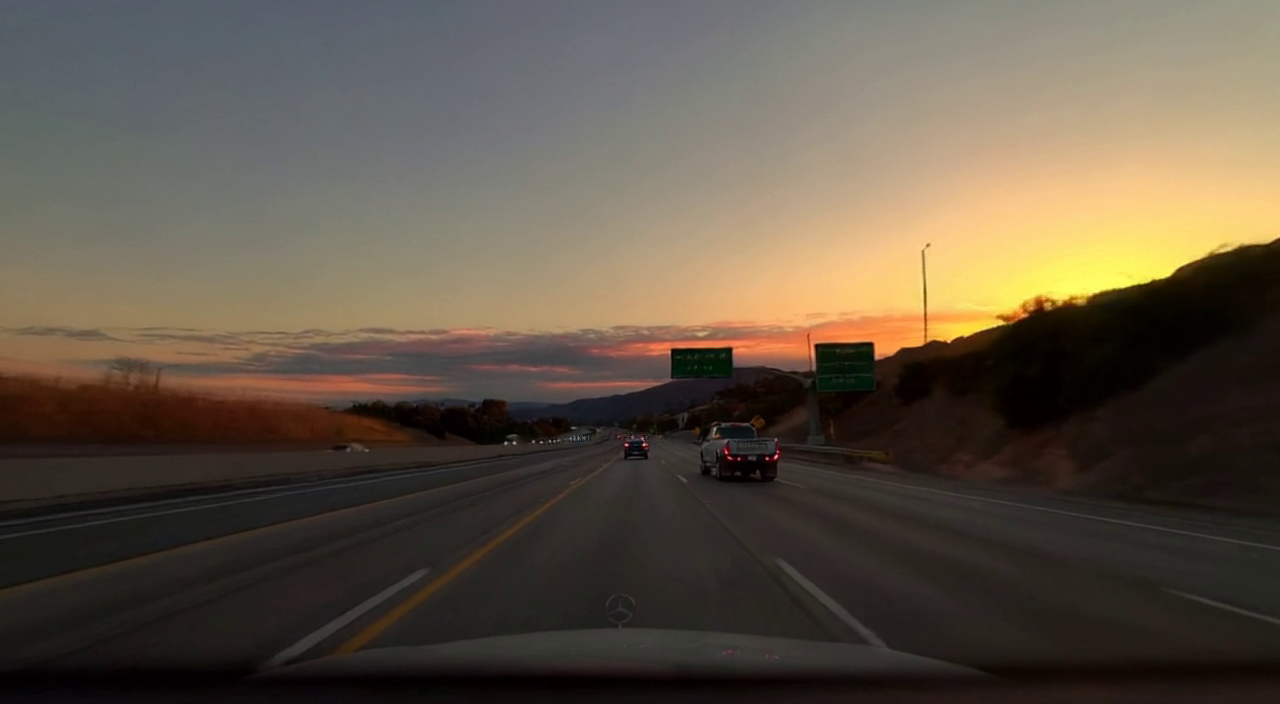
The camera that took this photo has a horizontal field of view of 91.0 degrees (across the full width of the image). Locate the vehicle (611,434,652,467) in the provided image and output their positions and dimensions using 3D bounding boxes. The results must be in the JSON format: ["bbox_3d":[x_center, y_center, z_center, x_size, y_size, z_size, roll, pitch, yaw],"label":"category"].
[{"bbox_3d":[-0.434,5.442,34.745,2.142,1.664,4.076,0,-9,0],"label":"vehicle"}]

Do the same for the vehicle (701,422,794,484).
[{"bbox_3d":[3.449,3.396,21.251,2.269,1.839,4.554,0,-9,-1],"label":"vehicle"}]
